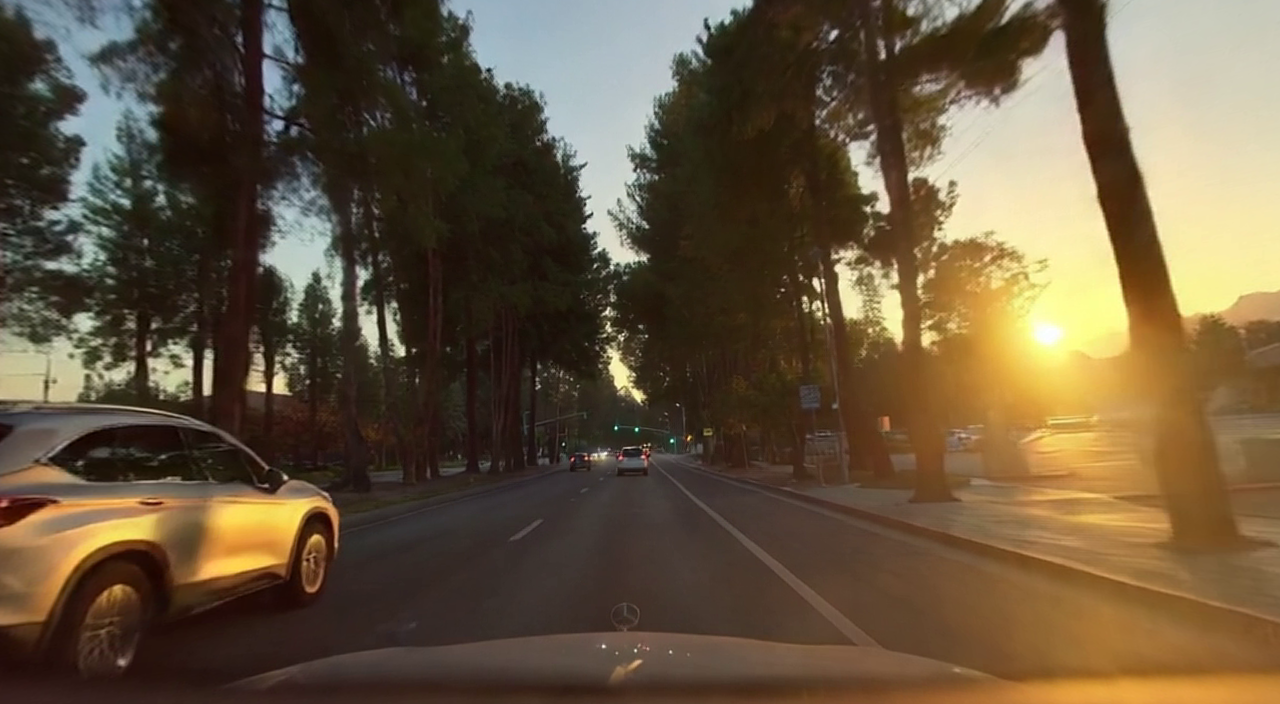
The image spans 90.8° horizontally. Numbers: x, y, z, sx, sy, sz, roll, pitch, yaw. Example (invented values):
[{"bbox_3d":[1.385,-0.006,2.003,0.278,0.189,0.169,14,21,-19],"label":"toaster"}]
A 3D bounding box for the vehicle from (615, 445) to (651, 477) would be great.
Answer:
[{"bbox_3d":[-0.416,6.451,37.701,2.018,1.769,3.897,0,-9,0],"label":"vehicle"}]

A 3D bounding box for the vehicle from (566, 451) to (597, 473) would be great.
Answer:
[{"bbox_3d":[-4.239,8.025,46.255,1.936,1.538,4.016,0,-9,0],"label":"vehicle"}]

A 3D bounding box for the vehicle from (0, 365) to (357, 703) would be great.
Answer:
[{"bbox_3d":[-4.048,1.176,4.599,1.860,1.741,4.479,0,-9,0],"label":"vehicle"}]
